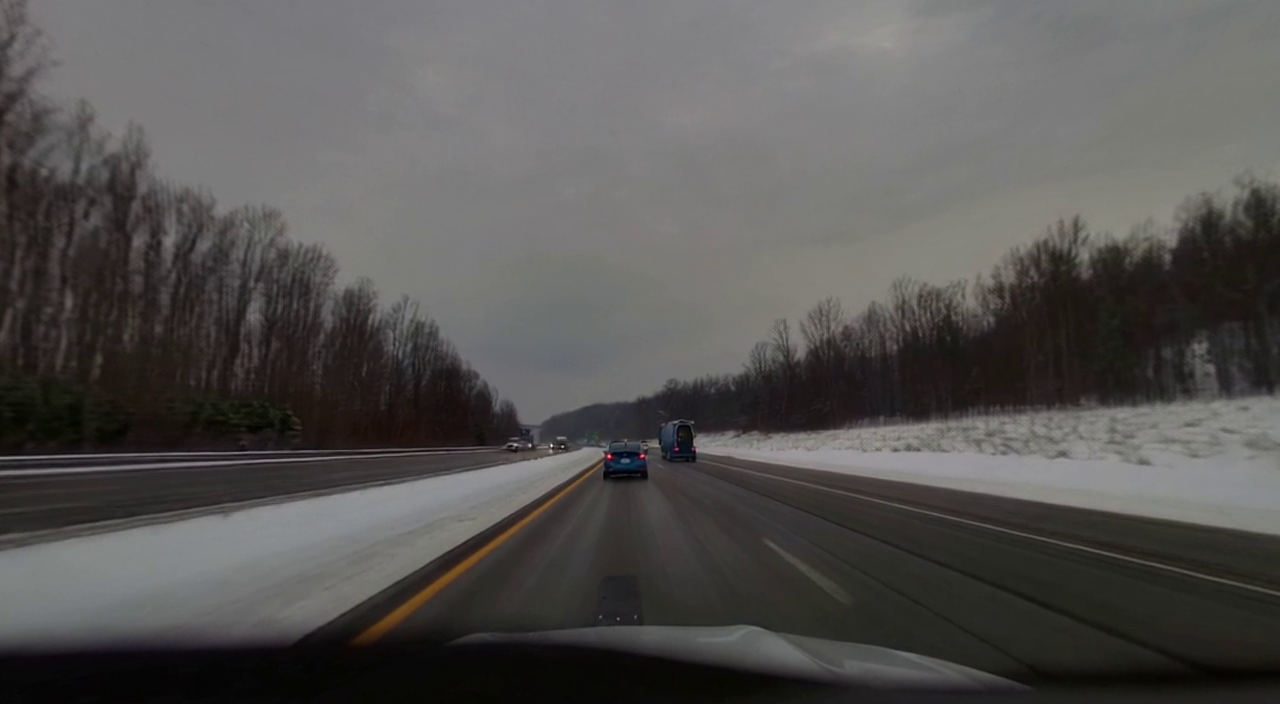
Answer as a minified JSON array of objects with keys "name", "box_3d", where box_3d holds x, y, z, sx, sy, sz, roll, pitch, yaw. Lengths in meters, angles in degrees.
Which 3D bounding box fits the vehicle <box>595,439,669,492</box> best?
[{"name":"vehicle","box_3d":[-0.277,3.554,19.955,2.099,1.506,4.097,0,-9,-1]}]
